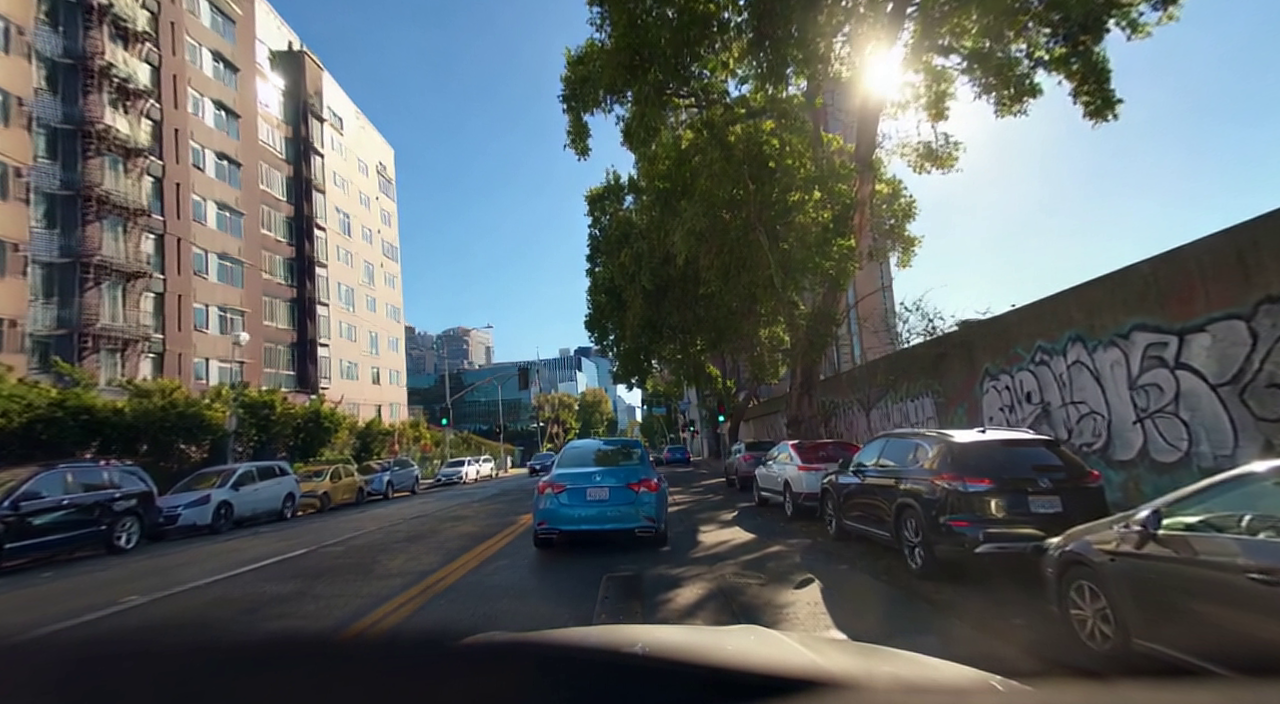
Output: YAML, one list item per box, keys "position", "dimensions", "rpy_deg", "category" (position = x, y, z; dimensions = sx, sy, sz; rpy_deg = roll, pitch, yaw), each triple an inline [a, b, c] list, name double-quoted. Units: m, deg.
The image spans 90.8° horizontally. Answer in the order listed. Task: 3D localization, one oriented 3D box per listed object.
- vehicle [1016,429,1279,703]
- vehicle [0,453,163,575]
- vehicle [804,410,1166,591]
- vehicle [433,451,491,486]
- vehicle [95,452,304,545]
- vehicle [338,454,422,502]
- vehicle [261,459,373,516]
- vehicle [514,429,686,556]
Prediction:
- position: [4.195, 1.179, 3.064]
  dimensions: [1.955, 1.535, 4.266]
  rpy_deg: [2, -8, -3]
  category: "vehicle"
- position: [-10.824, 2.738, 10.690]
  dimensions: [1.988, 1.781, 4.827]
  rpy_deg: [-5, -8, -3]
  category: "vehicle"
- position: [4.194, 1.879, 9.078]
  dimensions: [2.097, 1.811, 5.230]
  rpy_deg: [0, -8, -2]
  category: "vehicle"
- position: [-10.930, 7.147, 39.199]
  dimensions: [2.199, 1.717, 4.888]
  rpy_deg: [-6, -8, -2]
  category: "vehicle"
- position: [-10.942, 3.588, 16.211]
  dimensions: [2.276, 1.741, 4.439]
  rpy_deg: [-6, -8, -1]
  category: "vehicle"
- position: [-11.058, 5.340, 27.178]
  dimensions: [1.822, 1.639, 4.144]
  rpy_deg: [-7, -8, 0]
  category: "vehicle"
- position: [-11.013, 4.602, 21.888]
  dimensions: [1.741, 1.506, 4.370]
  rpy_deg: [-4, -8, -2]
  category: "vehicle"
- position: [-0.521, 2.096, 10.203]
  dimensions: [2.166, 1.579, 4.300]
  rpy_deg: [0, -8, 0]
  category: "vehicle"
